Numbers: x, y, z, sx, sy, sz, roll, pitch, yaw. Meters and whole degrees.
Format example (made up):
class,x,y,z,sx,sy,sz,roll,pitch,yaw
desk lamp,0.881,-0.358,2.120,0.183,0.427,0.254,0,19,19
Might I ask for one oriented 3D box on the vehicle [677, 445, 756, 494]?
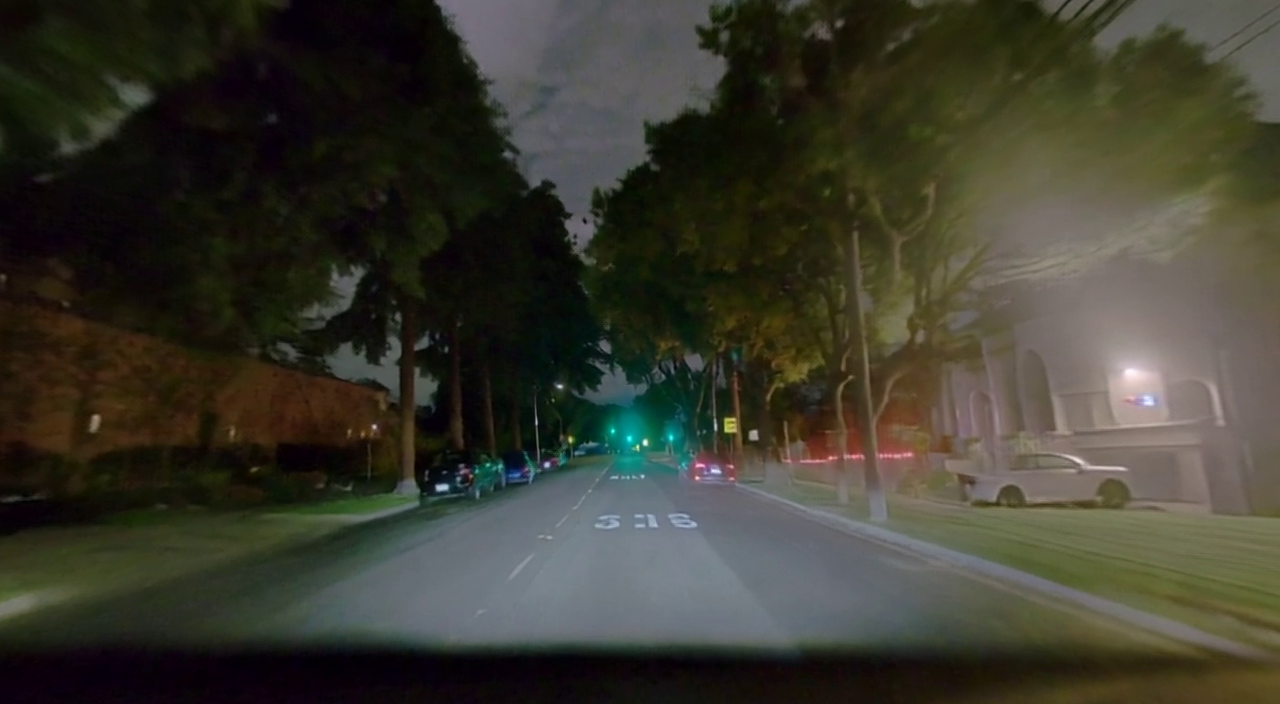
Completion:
class,x,y,z,sx,sy,sz,roll,pitch,yaw
vehicle,2.549,4.047,22.209,2.047,1.532,4.350,0,-9,-3

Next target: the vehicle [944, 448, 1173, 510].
class,x,y,z,sx,sy,sz,roll,pitch,yaw
vehicle,10.722,3.250,16.441,4.628,1.403,1.926,0,-9,-3

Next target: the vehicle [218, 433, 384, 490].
class,x,y,z,sx,sy,sz,roll,pitch,yaw
vehicle,-13.230,4.298,24.945,5.234,2.076,2.197,0,-9,1

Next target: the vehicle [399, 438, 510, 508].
class,x,y,z,sx,sy,sz,roll,pitch,yaw
vehicle,-5.898,3.842,20.848,2.155,1.907,5.100,-2,-7,0

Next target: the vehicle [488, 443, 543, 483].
class,x,y,z,sx,sy,sz,roll,pitch,yaw
vehicle,-6.449,5.842,33.187,2.027,1.803,4.306,-4,-10,-1
